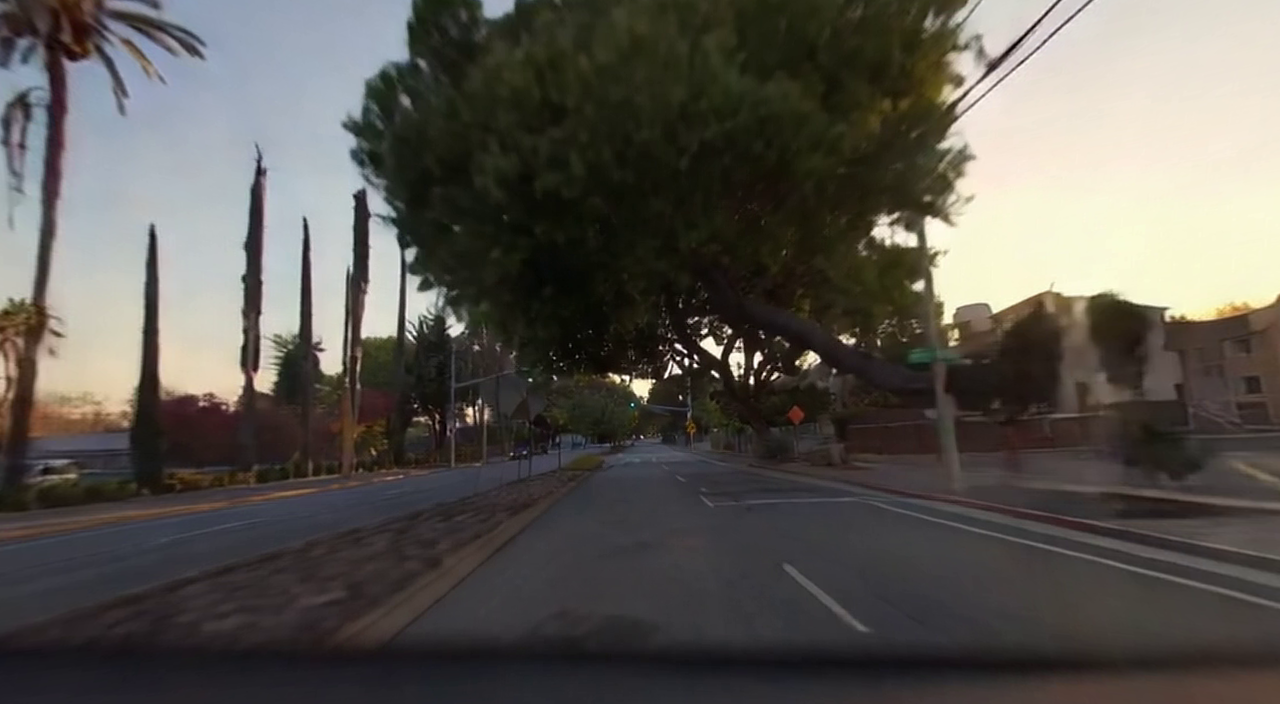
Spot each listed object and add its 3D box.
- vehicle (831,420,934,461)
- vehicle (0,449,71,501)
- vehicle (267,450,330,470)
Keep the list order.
[{"bbox_3d":[12.846,4.726,33.485,4.963,2.031,2.132,4,-10,-23],"label":"vehicle"},{"bbox_3d":[-26.041,5.145,25.995,5.622,1.769,2.331,-9,-7,31],"label":"vehicle"},{"bbox_3d":[-25.928,8.173,47.966,4.452,1.466,1.910,-5,-10,27],"label":"vehicle"}]
